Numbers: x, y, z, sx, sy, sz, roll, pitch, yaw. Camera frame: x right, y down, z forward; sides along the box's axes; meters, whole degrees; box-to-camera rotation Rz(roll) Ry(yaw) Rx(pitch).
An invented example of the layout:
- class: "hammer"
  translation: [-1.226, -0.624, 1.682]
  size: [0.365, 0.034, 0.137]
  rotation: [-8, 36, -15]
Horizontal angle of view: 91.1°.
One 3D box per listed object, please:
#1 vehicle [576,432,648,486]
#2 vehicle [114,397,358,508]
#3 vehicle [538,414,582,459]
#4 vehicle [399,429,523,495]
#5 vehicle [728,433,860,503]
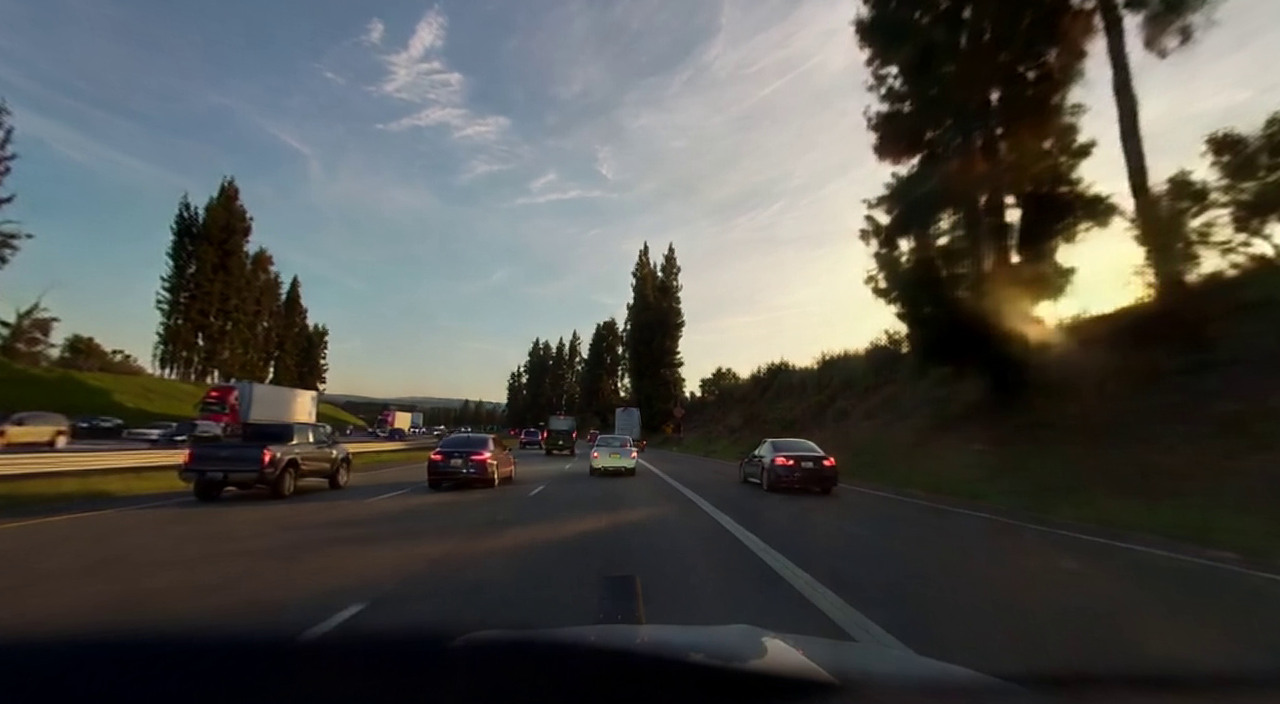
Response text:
- class: "vehicle"
  translation: [-0.826, 3.184, 19.123]
  size: [1.980, 1.478, 3.758]
  rotation: [0, -8, -2]
- class: "vehicle"
  translation: [-8.209, 2.094, 13.509]
  size: [2.158, 1.943, 4.662]
  rotation: [0, -8, -1]
- class: "vehicle"
  translation: [-5.041, 5.418, 40.475]
  size: [2.303, 2.610, 6.579]
  rotation: [0, -8, -3]
- class: "vehicle"
  translation: [-4.503, 2.821, 16.614]
  size: [2.046, 1.493, 4.384]
  rotation: [0, -8, -1]
- class: "vehicle"
  translation: [3.577, 2.758, 15.573]
  size: [1.981, 1.474, 4.396]
  rotation: [0, -8, -2]
